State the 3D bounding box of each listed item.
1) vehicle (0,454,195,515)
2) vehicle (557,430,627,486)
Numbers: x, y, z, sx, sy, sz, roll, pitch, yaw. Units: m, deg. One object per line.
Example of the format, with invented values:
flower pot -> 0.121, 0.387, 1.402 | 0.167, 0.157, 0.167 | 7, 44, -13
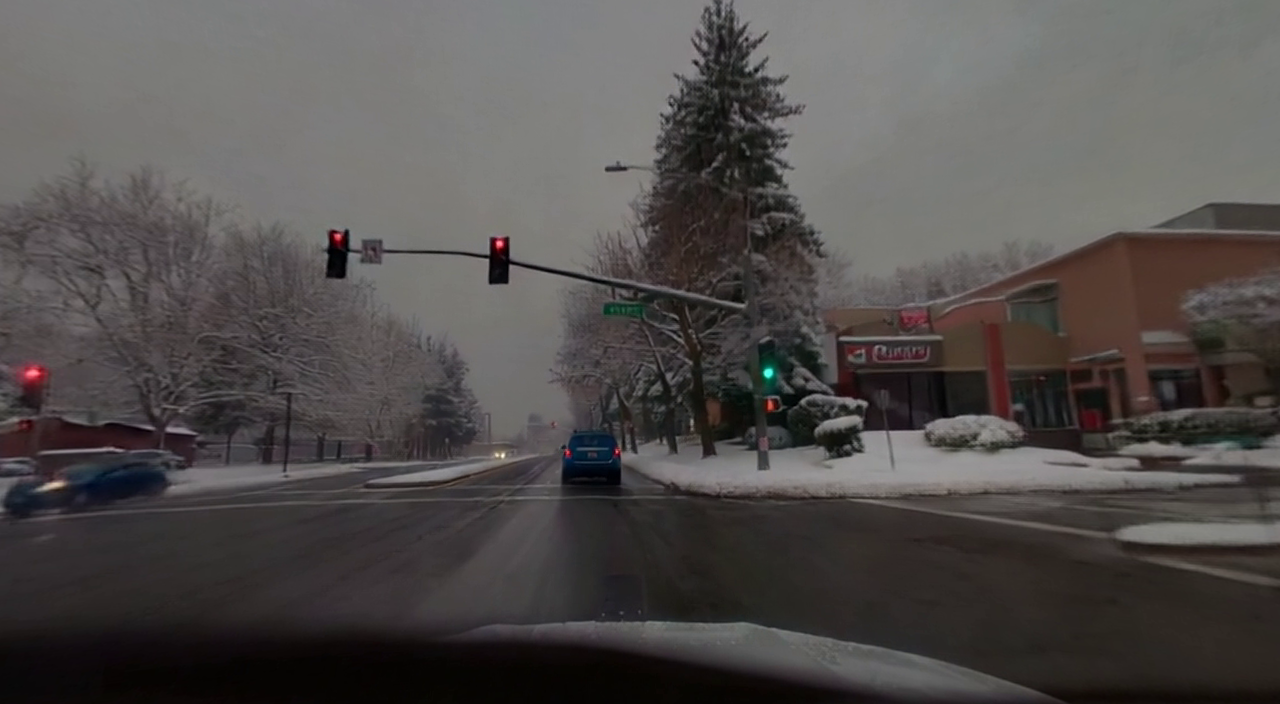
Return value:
vehicle -> -16.149, 3.834, 18.882 | 1.873, 1.483, 4.657 | -1, -8, 7
vehicle -> -1.650, 3.654, 22.085 | 2.227, 1.733, 3.930 | 0, -8, -4
